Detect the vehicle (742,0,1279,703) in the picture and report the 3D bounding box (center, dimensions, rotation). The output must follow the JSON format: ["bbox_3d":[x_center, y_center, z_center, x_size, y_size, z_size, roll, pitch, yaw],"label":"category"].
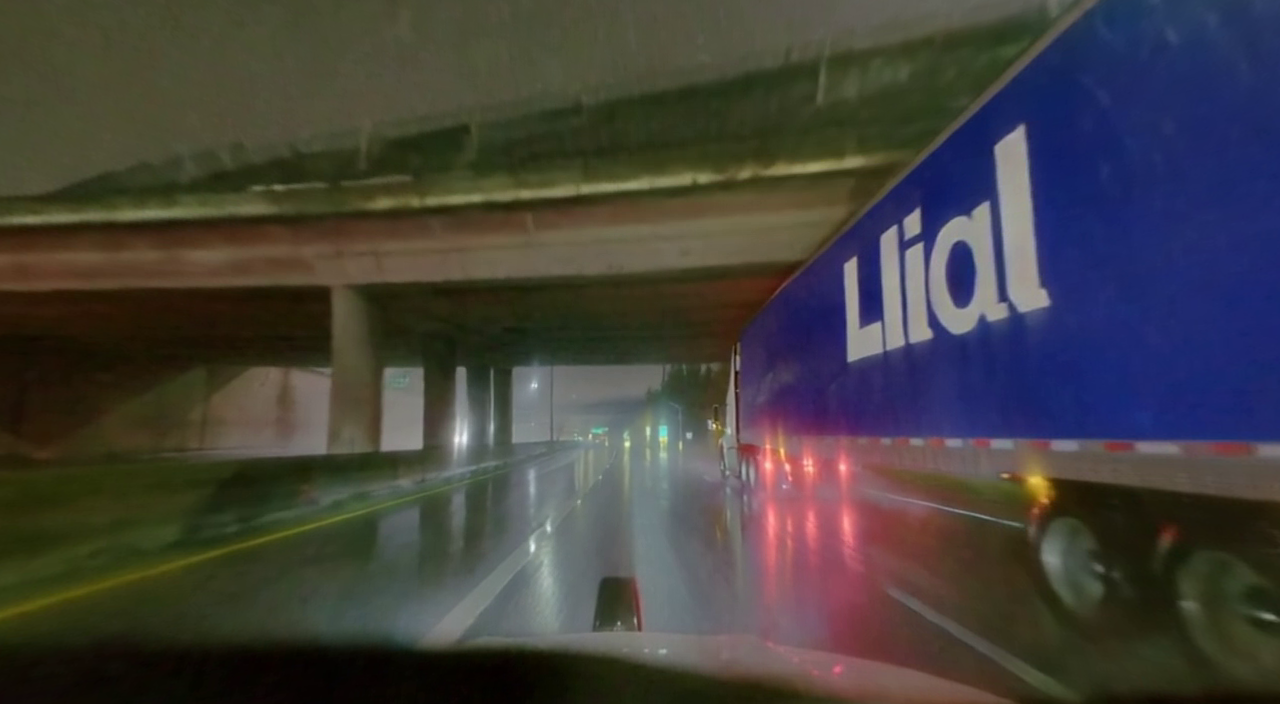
[{"bbox_3d":[4.152,0.261,8.004,3.034,4.194,14.704,0,-8,-1],"label":"vehicle"}]
